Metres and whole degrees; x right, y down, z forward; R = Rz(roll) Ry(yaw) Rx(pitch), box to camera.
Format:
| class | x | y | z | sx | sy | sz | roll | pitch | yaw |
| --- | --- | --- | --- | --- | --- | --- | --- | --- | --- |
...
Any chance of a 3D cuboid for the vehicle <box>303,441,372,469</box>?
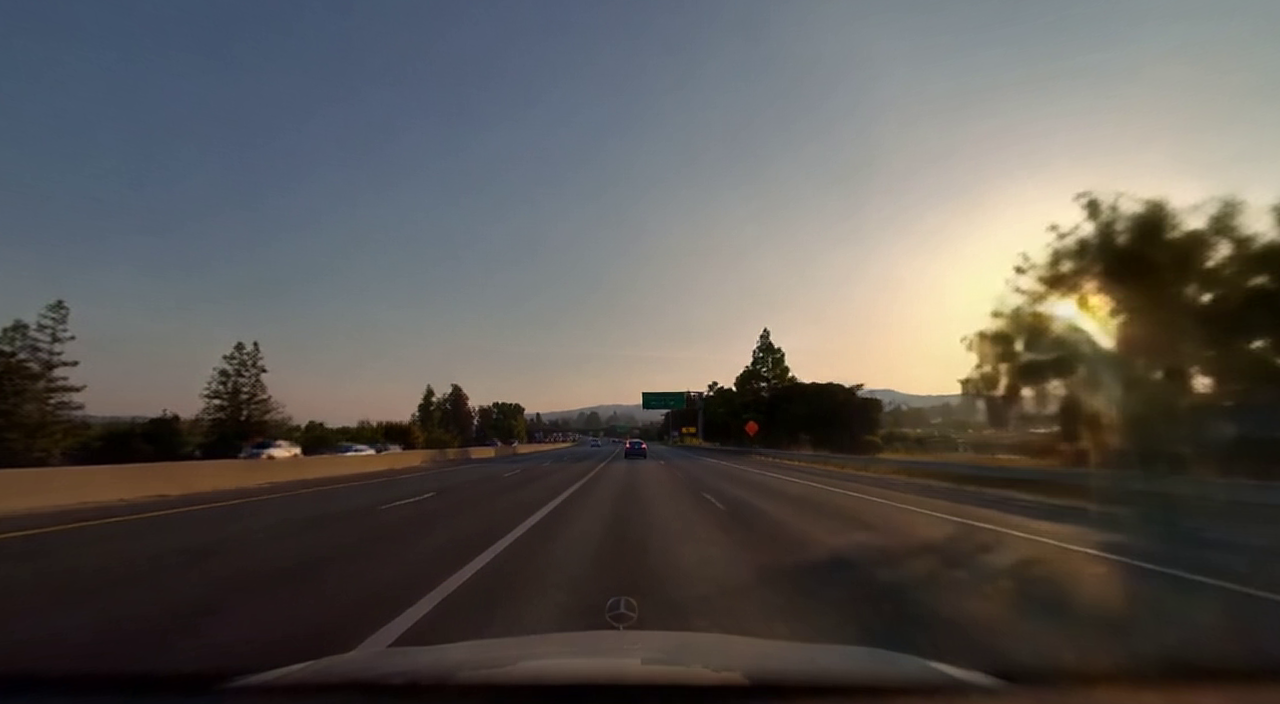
| class | x | y | z | sx | sy | sz | roll | pitch | yaw |
| --- | --- | --- | --- | --- | --- | --- | --- | --- | --- |
| vehicle | -18.226 | 6.230 | 38.342 | 1.893 | 1.520 | 4.617 | -1 | -9 | 0 |

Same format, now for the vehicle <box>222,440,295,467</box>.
| class | x | y | z | sx | sy | sz | roll | pitch | yaw |
| --- | --- | --- | --- | --- | --- | --- | --- | --- | --- |
| vehicle | -29.031 | 7.697 | 48.278 | 2.216 | 1.905 | 5.411 | 0 | -9 | -1 |

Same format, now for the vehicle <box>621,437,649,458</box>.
| class | x | y | z | sx | sy | sz | roll | pitch | yaw |
| --- | --- | --- | --- | --- | --- | --- | --- | --- | --- |
| vehicle | -0.359 | 7.177 | 47.314 | 2.025 | 1.460 | 4.189 | 0 | -9 | 0 |
